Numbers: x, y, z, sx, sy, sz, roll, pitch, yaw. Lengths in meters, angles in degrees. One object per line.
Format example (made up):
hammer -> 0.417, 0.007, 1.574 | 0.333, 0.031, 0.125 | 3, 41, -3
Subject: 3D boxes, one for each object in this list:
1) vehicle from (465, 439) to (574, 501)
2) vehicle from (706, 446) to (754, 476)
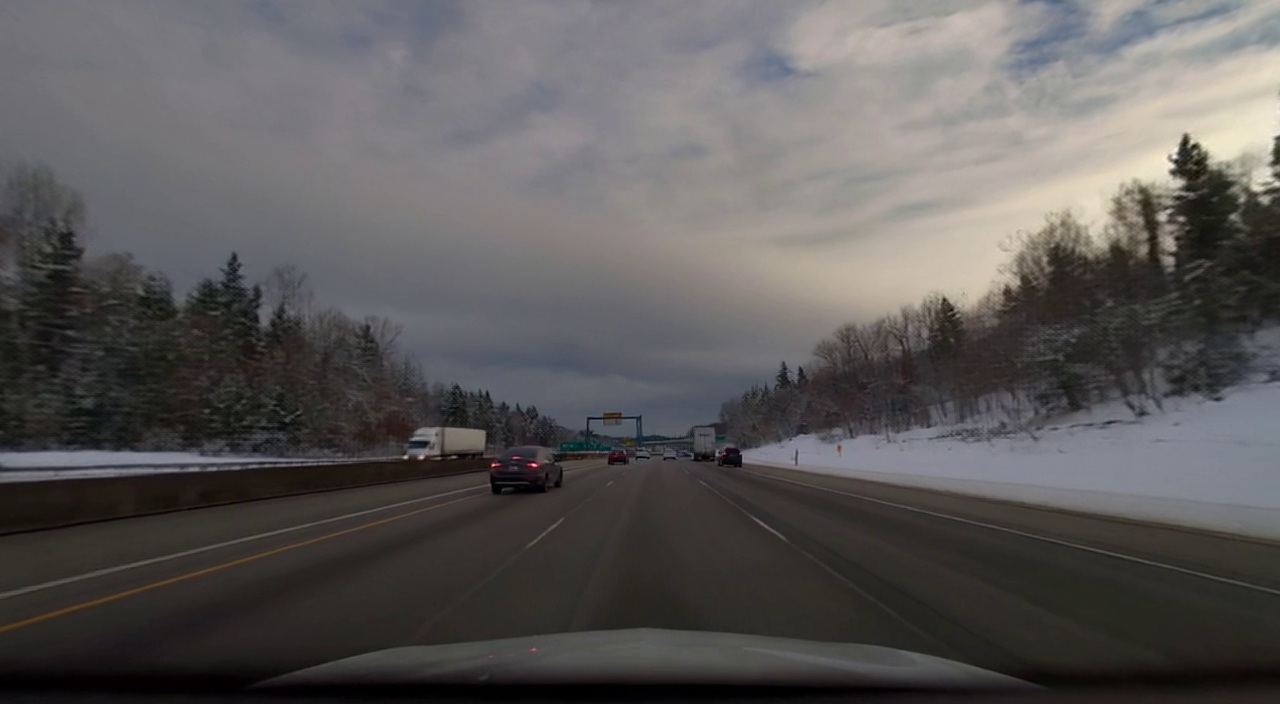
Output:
vehicle -> -3.281, 3.345, 18.277 | 2.085, 1.530, 4.809 | 0, -9, 2
vehicle -> 5.034, 6.151, 35.697 | 2.176, 1.598, 3.878 | 0, -9, 1
